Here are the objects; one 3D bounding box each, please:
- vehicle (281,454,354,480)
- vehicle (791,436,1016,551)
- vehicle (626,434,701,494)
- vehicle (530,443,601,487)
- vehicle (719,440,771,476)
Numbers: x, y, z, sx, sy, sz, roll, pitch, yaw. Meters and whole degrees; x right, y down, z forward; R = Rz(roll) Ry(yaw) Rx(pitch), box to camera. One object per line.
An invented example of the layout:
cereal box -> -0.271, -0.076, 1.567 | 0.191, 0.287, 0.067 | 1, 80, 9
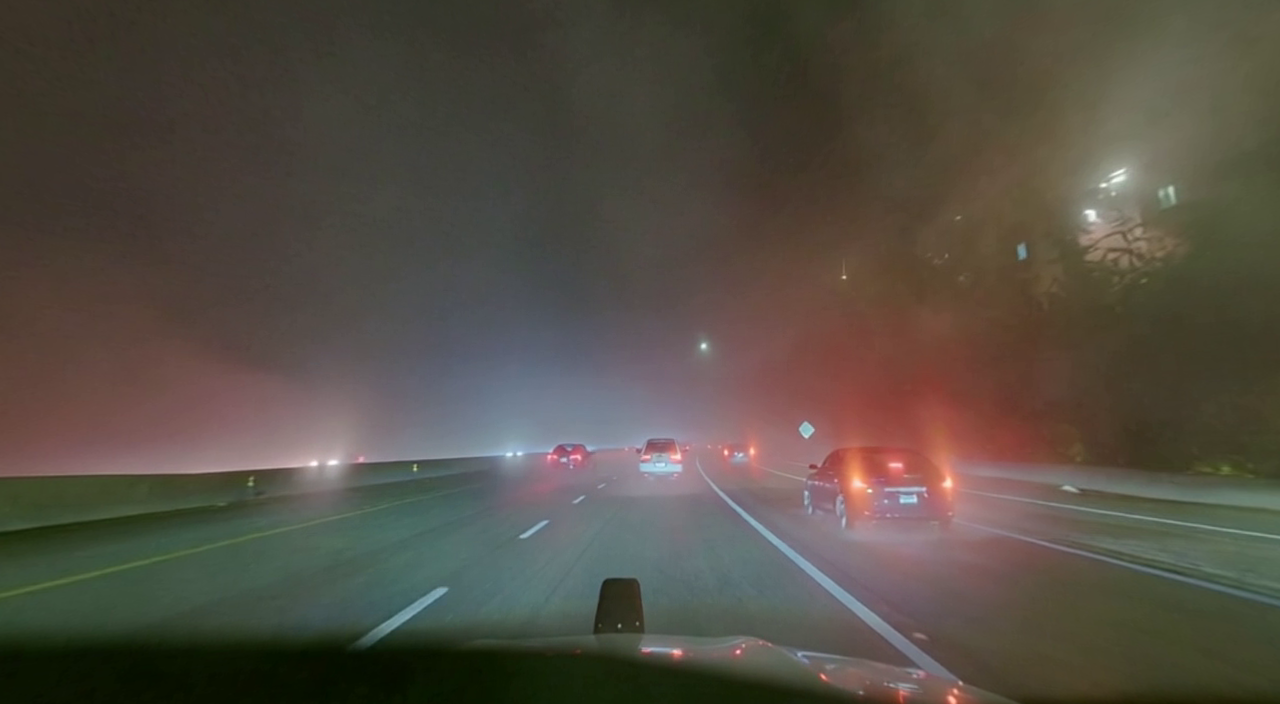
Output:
vehicle -> -21.210, 7.569, 41.683 | 1.902, 1.522, 5.027 | 0, -9, 3
vehicle -> 4.090, 2.254, 10.742 | 1.999, 1.514, 4.338 | 0, -9, 1
vehicle -> 0.769, 3.596, 20.525 | 2.181, 1.728, 3.970 | 0, -9, 2
vehicle -> -2.761, 4.322, 24.389 | 2.012, 1.495, 4.169 | 0, -9, 3
vehicle -> 5.358, 5.481, 32.772 | 2.063, 1.710, 4.591 | 0, -9, 1
